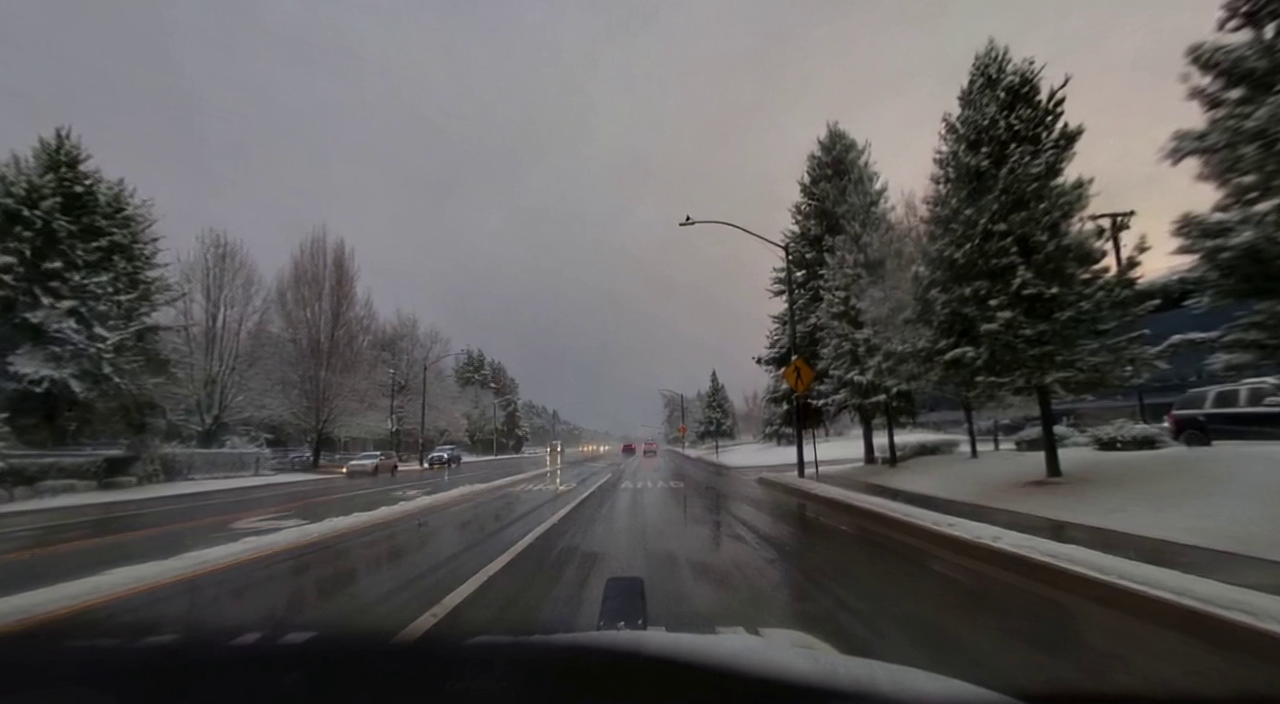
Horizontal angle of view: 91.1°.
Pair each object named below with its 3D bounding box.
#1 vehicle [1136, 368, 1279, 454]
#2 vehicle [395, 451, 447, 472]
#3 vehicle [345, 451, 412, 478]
[{"bbox_3d":[12.527,1.229,12.374,2.032,1.528,4.191,0,-8,0],"label":"vehicle"},{"bbox_3d":[-16.894,8.481,48.731,1.955,1.486,5.112,0,-8,3],"label":"vehicle"},{"bbox_3d":[-16.862,7.263,40.780,2.014,1.515,5.027,0,-8,2],"label":"vehicle"}]
